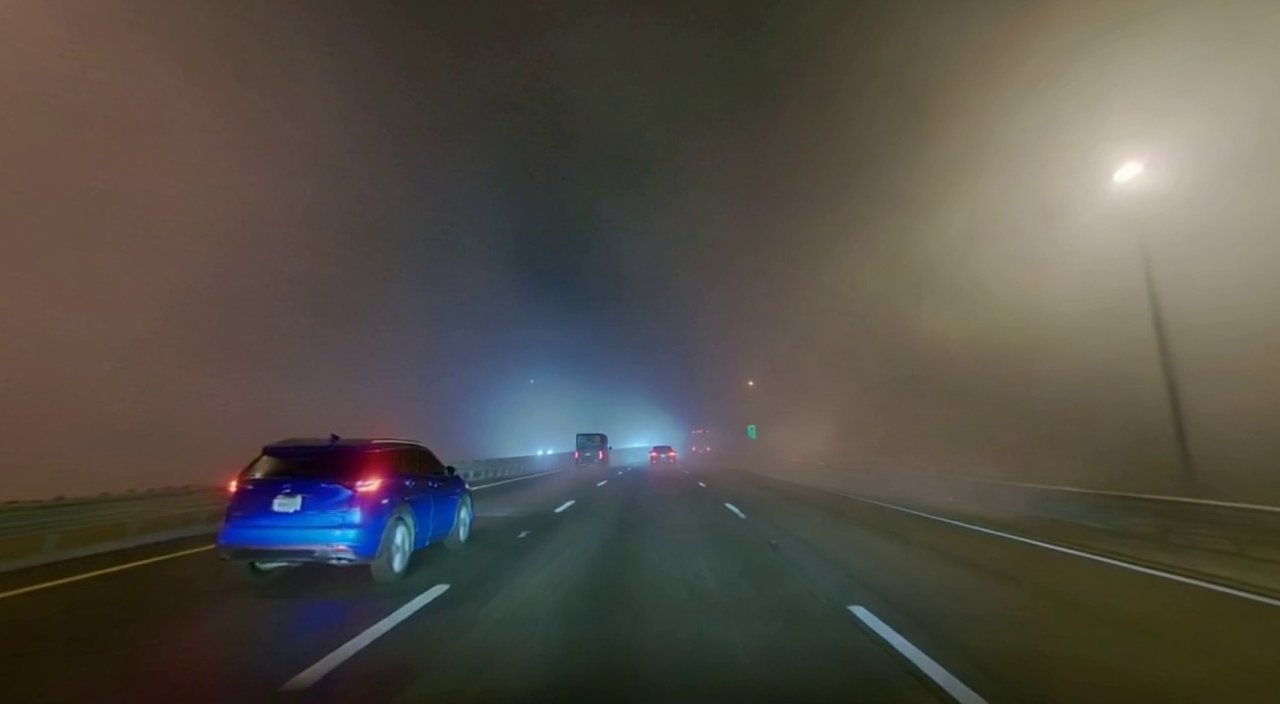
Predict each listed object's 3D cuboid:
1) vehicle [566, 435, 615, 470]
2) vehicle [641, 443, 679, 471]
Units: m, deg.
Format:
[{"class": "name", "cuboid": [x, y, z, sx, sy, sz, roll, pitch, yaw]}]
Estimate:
[{"class": "vehicle", "cuboid": [-2.807, 5.819, 36.622, 2.264, 1.901, 4.647, -1, -9, 3]}, {"class": "vehicle", "cuboid": [1.185, 6.200, 37.485, 2.086, 1.548, 4.325, 0, -9, 2]}]
